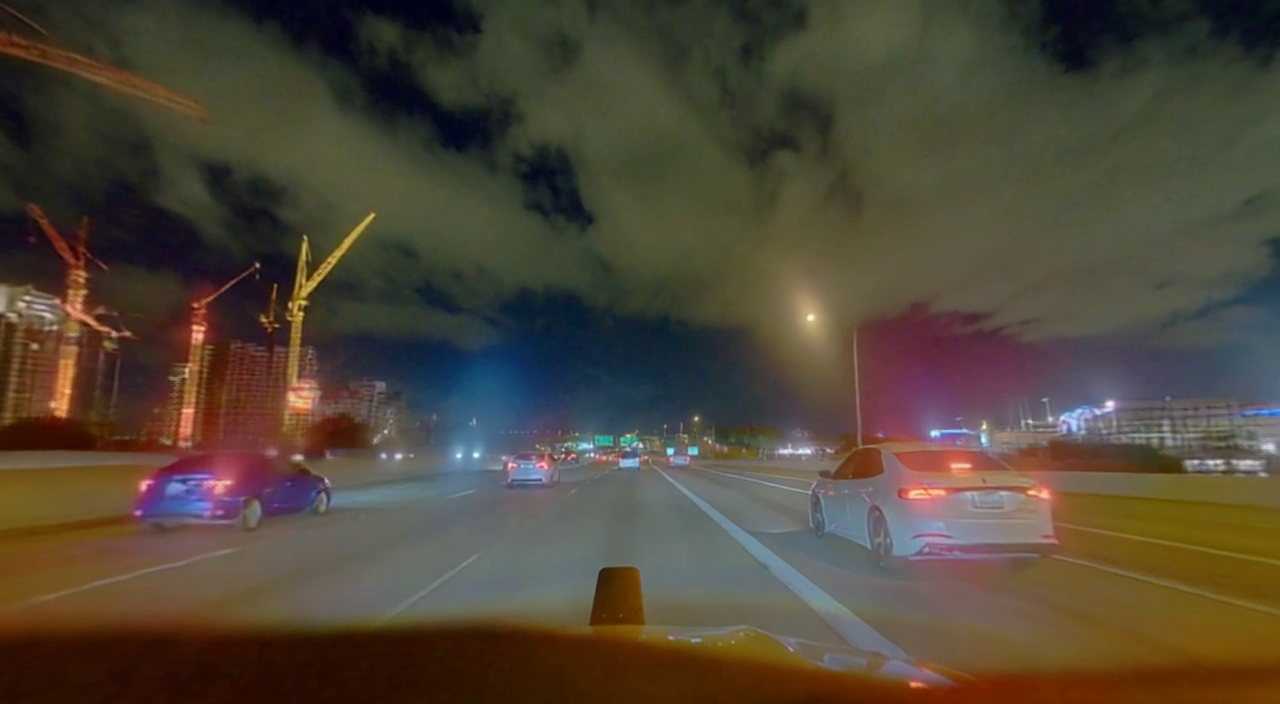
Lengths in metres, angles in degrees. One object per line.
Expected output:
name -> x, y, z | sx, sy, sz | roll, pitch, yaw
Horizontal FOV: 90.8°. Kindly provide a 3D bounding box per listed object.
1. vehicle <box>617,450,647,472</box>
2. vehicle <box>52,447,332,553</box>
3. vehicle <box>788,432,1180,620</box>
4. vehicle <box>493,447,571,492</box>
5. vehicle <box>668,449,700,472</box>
vehicle -> -0.586, 7.776, 45.118 | 2.019, 1.472, 3.971 | 0, -9, -1
vehicle -> -7.606, 2.494, 11.413 | 1.951, 1.528, 4.209 | 0, -9, 0
vehicle -> 3.328, 1.749, 7.416 | 1.995, 1.486, 4.463 | 0, -9, -1
vehicle -> -3.984, 4.402, 24.079 | 2.136, 1.512, 4.488 | 0, -9, 1
vehicle -> 3.263, 8.181, 47.855 | 1.978, 1.602, 4.092 | 0, -9, -2
